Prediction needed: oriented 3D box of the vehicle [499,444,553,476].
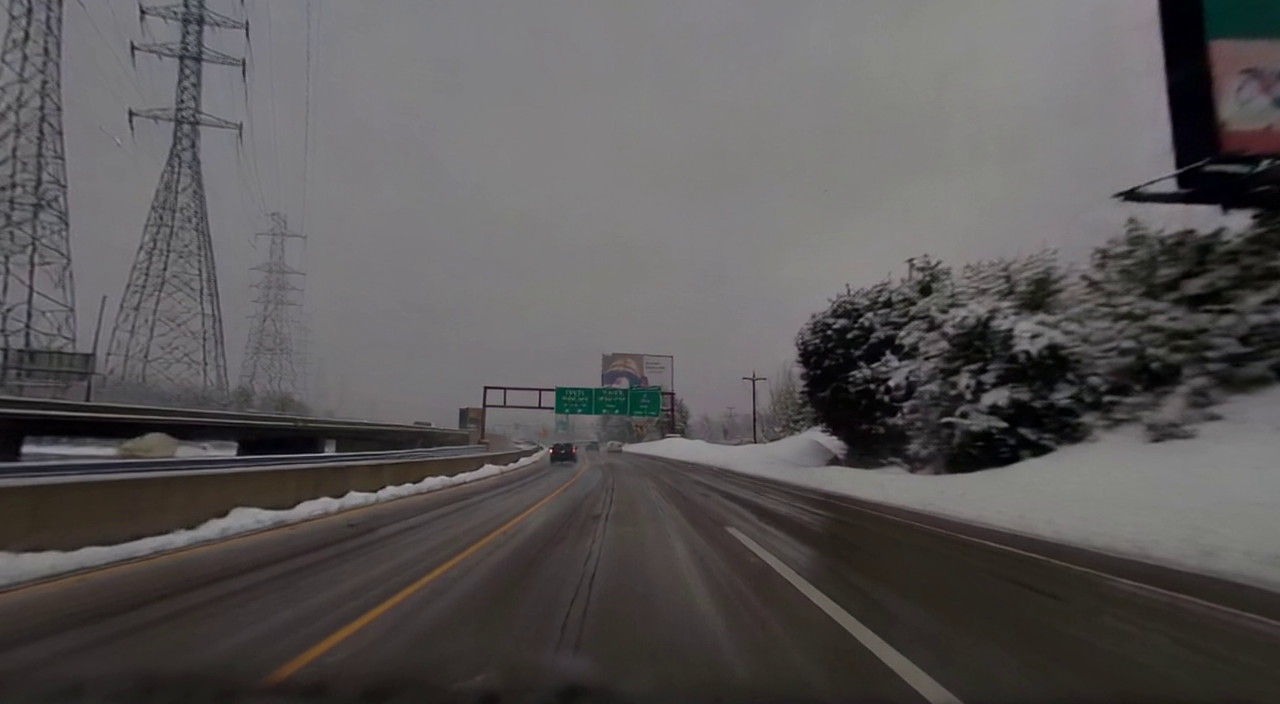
[{"bbox_3d":[-5.384,5.106,30.283,1.921,1.420,4.078,0,-8,-2],"label":"vehicle"}]
